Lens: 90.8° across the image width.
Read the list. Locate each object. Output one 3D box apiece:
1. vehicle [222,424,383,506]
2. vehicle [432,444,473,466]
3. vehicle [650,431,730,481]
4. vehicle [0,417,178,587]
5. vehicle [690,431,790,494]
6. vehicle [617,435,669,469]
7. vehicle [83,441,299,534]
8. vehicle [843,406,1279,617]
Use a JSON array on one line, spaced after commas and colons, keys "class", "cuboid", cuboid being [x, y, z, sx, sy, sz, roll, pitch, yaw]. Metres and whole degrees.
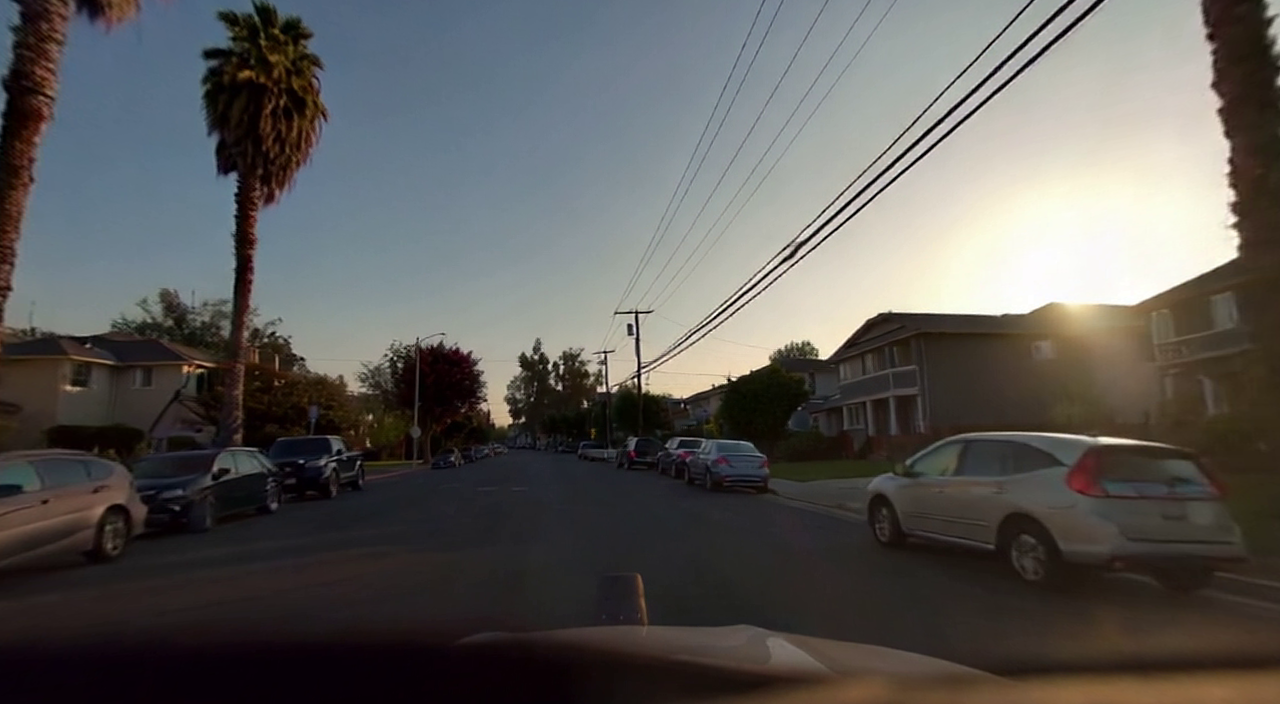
[{"class": "vehicle", "cuboid": [-9.314, 3.142, 18.166, 2.300, 1.943, 5.744, 1, -9, -10]}, {"class": "vehicle", "cuboid": [-13.264, 7.289, 44.908, 2.013, 1.483, 4.645, 1, -8, -7]}, {"class": "vehicle", "cuboid": [1.849, 4.086, 25.039, 1.922, 1.761, 4.633, 2, -9, -12]}, {"class": "vehicle", "cuboid": [-7.505, 1.649, 7.126, 1.919, 1.678, 4.385, -2, -7, -10]}, {"class": "vehicle", "cuboid": [2.900, 3.323, 19.337, 1.894, 1.675, 4.294, 1, -8, -7]}, {"class": "vehicle", "cuboid": [0.077, 5.696, 36.161, 2.115, 1.826, 4.871, 1, -9, -10]}, {"class": "vehicle", "cuboid": [-8.473, 2.515, 12.472, 1.801, 1.477, 4.239, 1, -9, -11]}, {"class": "vehicle", "cuboid": [4.399, 1.585, 7.333, 1.943, 1.623, 4.471, 1, -9, -10]}]
